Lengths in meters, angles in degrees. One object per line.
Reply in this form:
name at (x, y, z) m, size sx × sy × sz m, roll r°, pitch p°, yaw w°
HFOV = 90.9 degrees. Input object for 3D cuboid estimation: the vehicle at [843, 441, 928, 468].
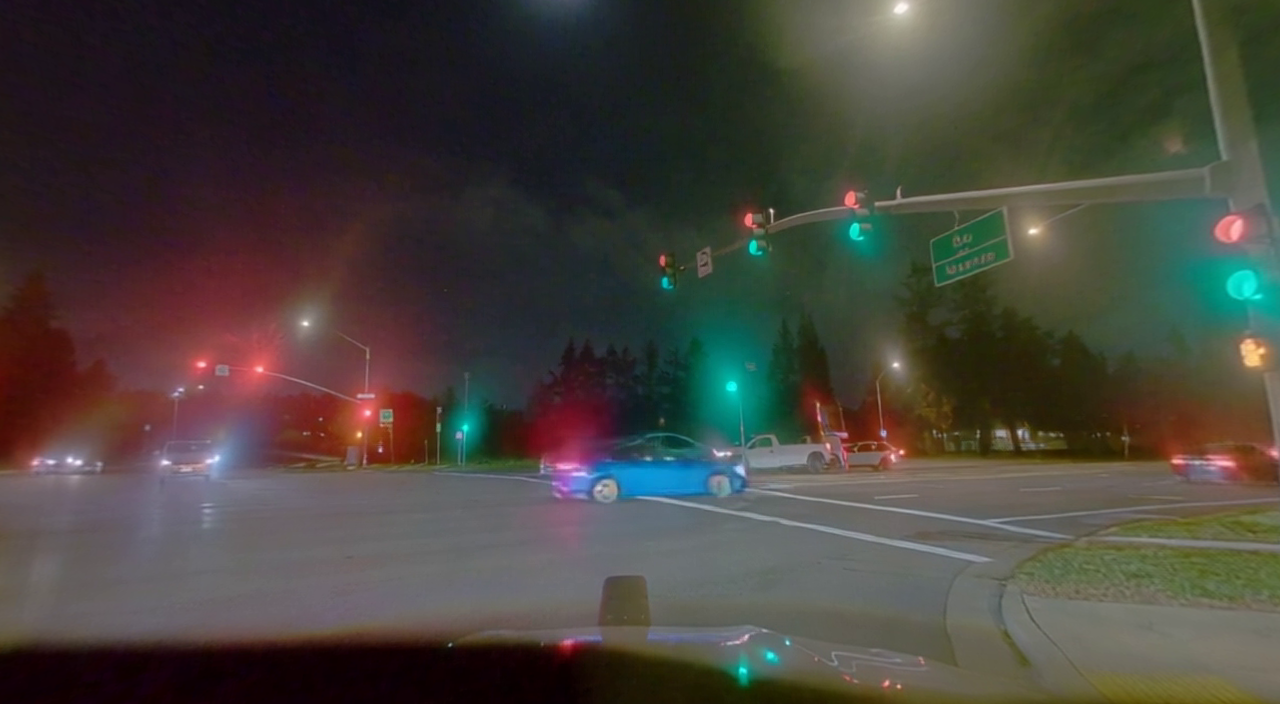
vehicle at (13.854, 5.765, 35.572) m, size 4.457 × 1.429 × 1.862 m, roll 4°, pitch -9°, yaw -26°

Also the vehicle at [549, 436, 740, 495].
vehicle at (0.147, 2.944, 16.501) m, size 4.686 × 1.425 × 2.018 m, roll -1°, pitch -8°, yaw 3°

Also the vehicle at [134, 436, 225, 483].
vehicle at (-20.134, 4.610, 27.444) m, size 2.450 × 1.807 × 5.332 m, roll 7°, pitch -11°, yaw -42°

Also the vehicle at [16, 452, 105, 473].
vehicle at (-42.117, 8.019, 45.834) m, size 4.589 × 1.462 × 1.953 m, roll -1°, pitch -8°, yaw 2°

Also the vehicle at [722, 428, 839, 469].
vehicle at (7.298, 5.042, 32.700) m, size 5.791 × 1.964 × 2.199 m, roll 5°, pitch -10°, yaw -26°

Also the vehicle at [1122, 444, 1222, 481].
vehicle at (22.035, 4.514, 26.058) m, size 4.425 × 1.366 × 1.865 m, roll 5°, pitch -10°, yaw -33°
